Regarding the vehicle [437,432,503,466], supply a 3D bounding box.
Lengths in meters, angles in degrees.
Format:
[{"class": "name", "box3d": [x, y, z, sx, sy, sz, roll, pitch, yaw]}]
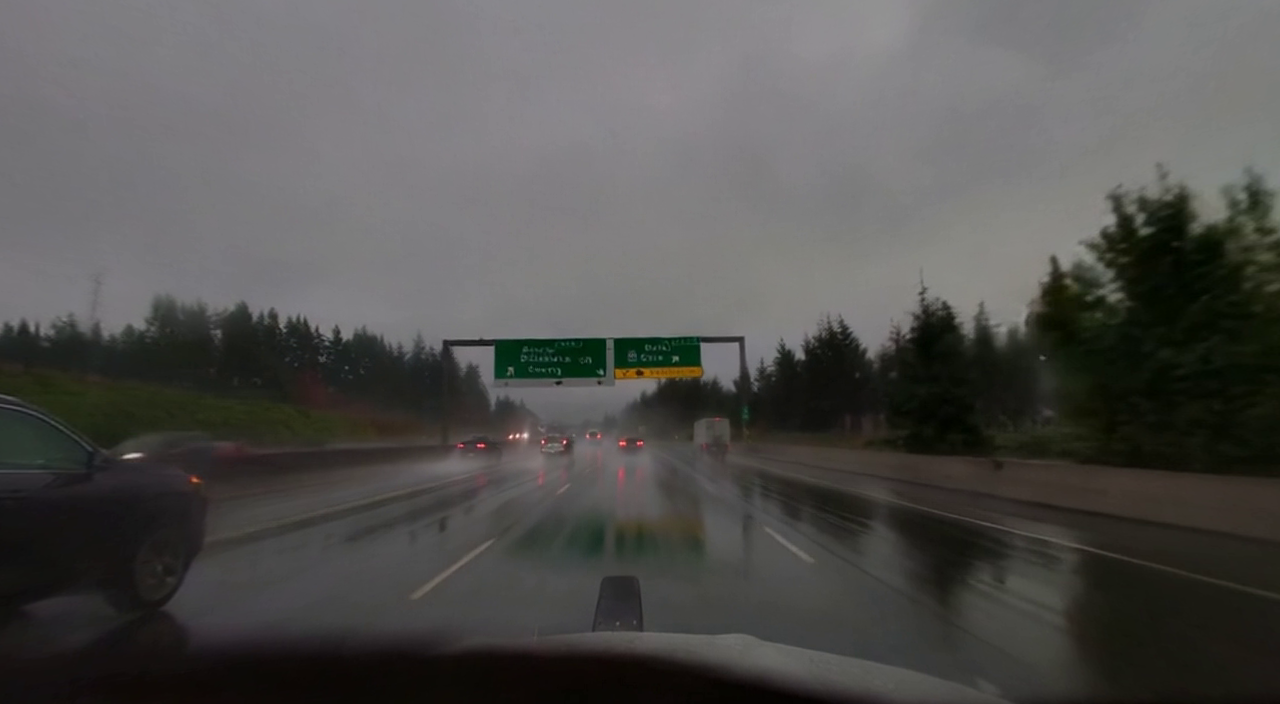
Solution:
[{"class": "vehicle", "box3d": [-8.374, 4.794, 31.465, 1.953, 1.524, 4.863, 0, -8, 0]}]

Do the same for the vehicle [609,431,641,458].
[{"class": "vehicle", "box3d": [-0.944, 5.888, 40.278, 2.002, 1.611, 3.778, 0, -8, -1]}]

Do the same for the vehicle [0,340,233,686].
[{"class": "vehicle", "box3d": [-4.377, 0.814, 3.005, 1.971, 1.822, 4.366, 0, -8, -1]}]

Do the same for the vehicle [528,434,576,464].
[{"class": "vehicle", "box3d": [-4.497, 4.980, 32.697, 1.909, 1.445, 4.087, 0, -8, 0]}]
